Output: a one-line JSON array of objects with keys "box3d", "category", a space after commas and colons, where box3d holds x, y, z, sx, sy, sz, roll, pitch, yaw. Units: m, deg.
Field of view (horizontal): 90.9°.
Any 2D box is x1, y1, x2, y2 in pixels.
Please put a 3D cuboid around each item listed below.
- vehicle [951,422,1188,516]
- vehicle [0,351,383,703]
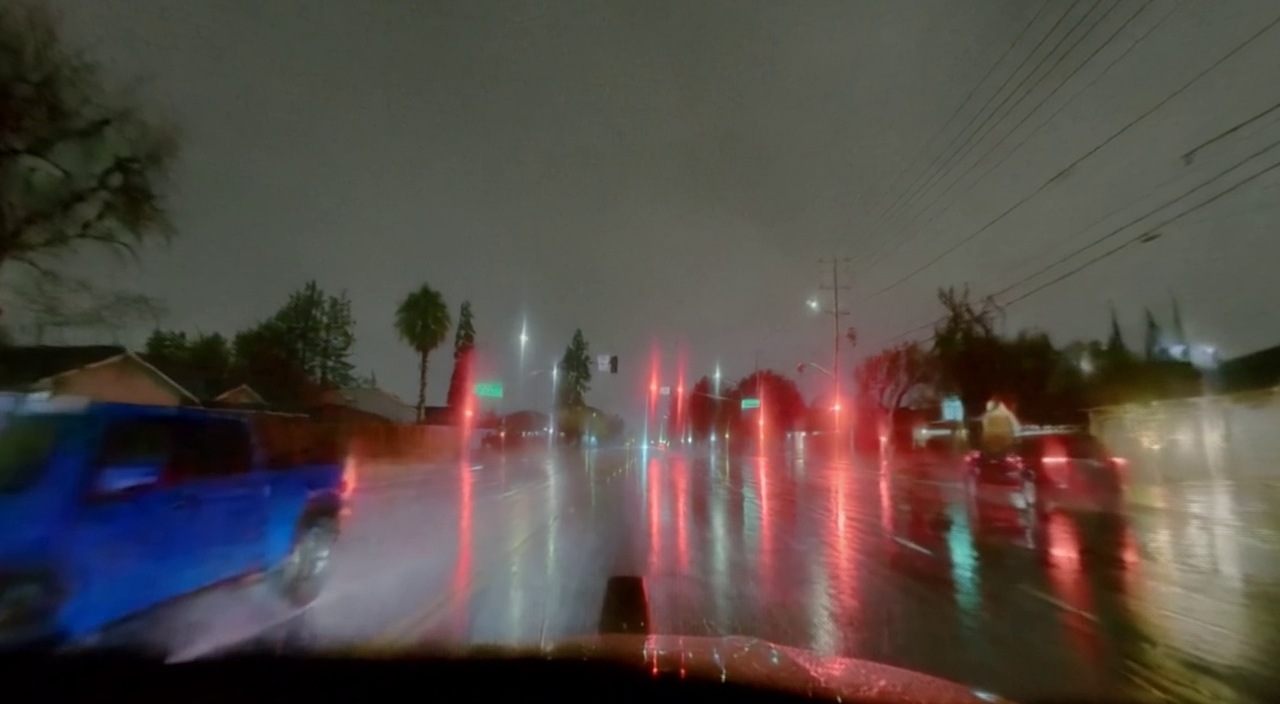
[{"box3d": [9.484, 2.612, 14.627, 2.170, 1.771, 4.908, -1, -8, 2], "category": "vehicle"}, {"box3d": [-3.973, 1.168, 4.726, 2.012, 1.778, 4.990, 0, -8, -1], "category": "vehicle"}]
